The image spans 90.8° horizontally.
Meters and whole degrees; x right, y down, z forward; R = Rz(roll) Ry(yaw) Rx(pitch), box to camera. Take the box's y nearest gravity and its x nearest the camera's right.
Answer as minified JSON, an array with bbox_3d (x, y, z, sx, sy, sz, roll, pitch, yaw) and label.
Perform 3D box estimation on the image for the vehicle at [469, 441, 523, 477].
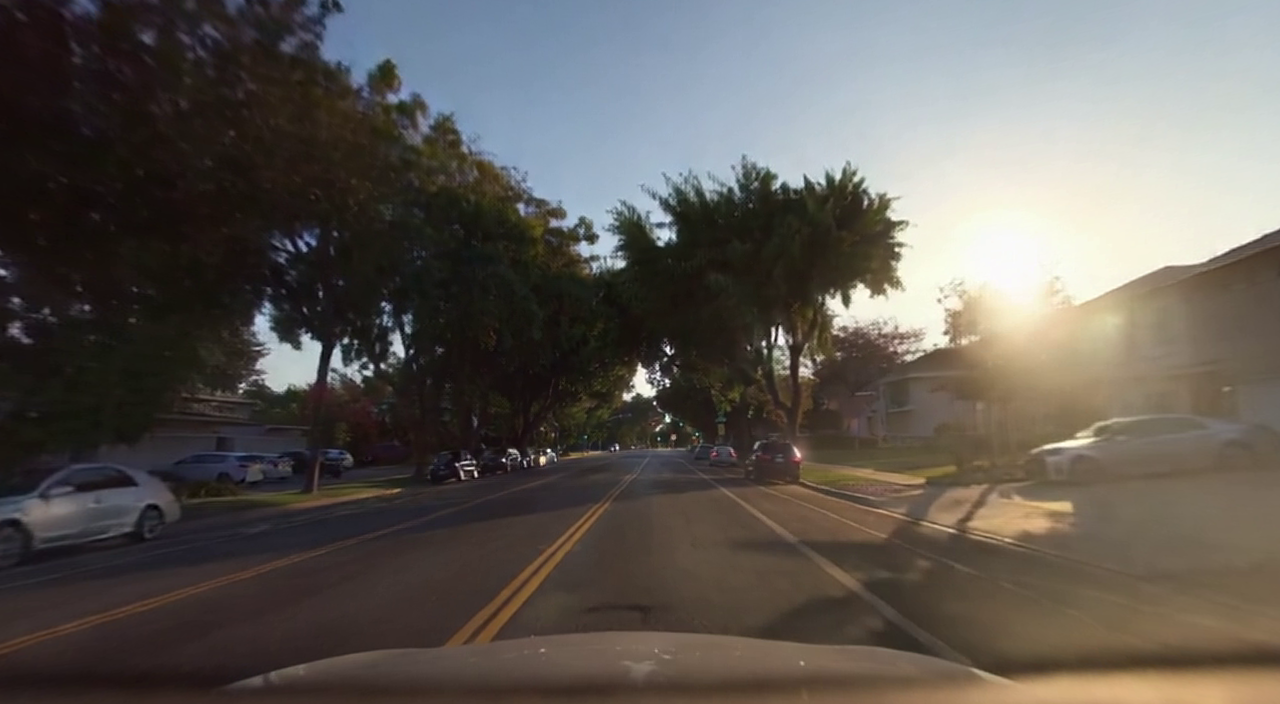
[{"bbox_3d":[-9.282,6.901,41.096,2.225,2.037,5.158,-4,-8,1],"label":"vehicle"}]

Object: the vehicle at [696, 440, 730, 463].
[{"bbox_3d":[5.603,7.712,49.066,2.155,1.668,4.425,0,-8,1],"label":"vehicle"}]

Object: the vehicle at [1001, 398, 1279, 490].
[{"bbox_3d":[13.359,2.331,16.254,6.619,1.884,2.225,-3,-9,2],"label":"vehicle"}]

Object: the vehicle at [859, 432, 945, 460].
[{"bbox_3d":[14.740,5.326,35.725,3.966,1.500,1.998,-1,-8,3],"label":"vehicle"}]

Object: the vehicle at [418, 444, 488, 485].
[{"bbox_3d":[-9.524,5.794,32.605,2.117,1.865,4.570,-3,-10,1],"label":"vehicle"}]

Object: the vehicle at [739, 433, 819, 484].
[{"bbox_3d":[5.530,4.280,25.751,2.215,1.886,4.577,0,-8,0],"label":"vehicle"}]

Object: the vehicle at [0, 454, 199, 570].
[{"bbox_3d":[-10.237,2.646,10.825,2.082,1.661,4.403,-3,-10,1],"label":"vehicle"}]

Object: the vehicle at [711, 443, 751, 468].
[{"bbox_3d":[5.715,6.582,40.250,1.908,1.477,4.920,0,-8,2],"label":"vehicle"}]

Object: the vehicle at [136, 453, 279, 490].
[{"bbox_3d":[-18.352,5.059,26.969,4.699,1.476,1.949,0,-8,1],"label":"vehicle"}]
